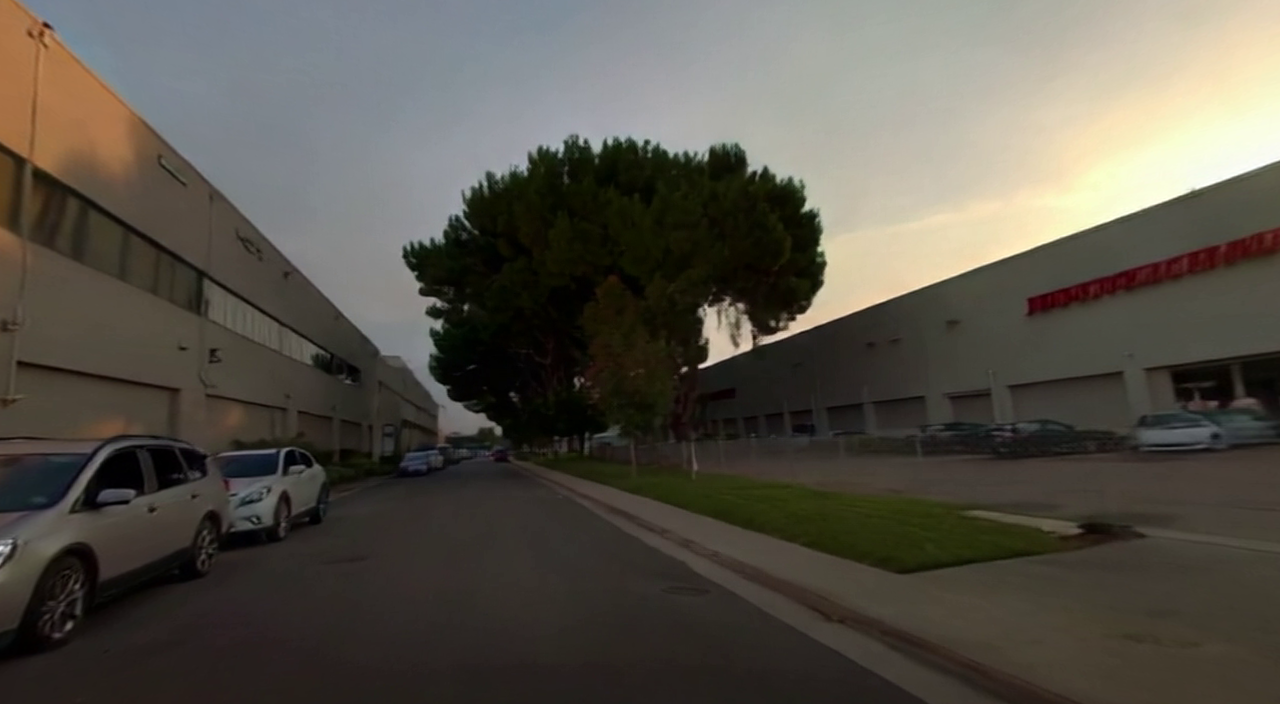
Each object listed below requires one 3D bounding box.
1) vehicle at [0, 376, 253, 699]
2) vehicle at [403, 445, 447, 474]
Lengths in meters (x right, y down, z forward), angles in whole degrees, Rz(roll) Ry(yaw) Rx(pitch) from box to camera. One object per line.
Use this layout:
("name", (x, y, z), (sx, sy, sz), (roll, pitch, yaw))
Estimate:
("vehicle", (-4.894, 1.323, 4.982), (1.902, 1.712, 4.729), (-1, -9, -16))
("vehicle", (-12.984, 6.538, 38.218), (2.040, 1.501, 4.440), (-2, -9, -13))
